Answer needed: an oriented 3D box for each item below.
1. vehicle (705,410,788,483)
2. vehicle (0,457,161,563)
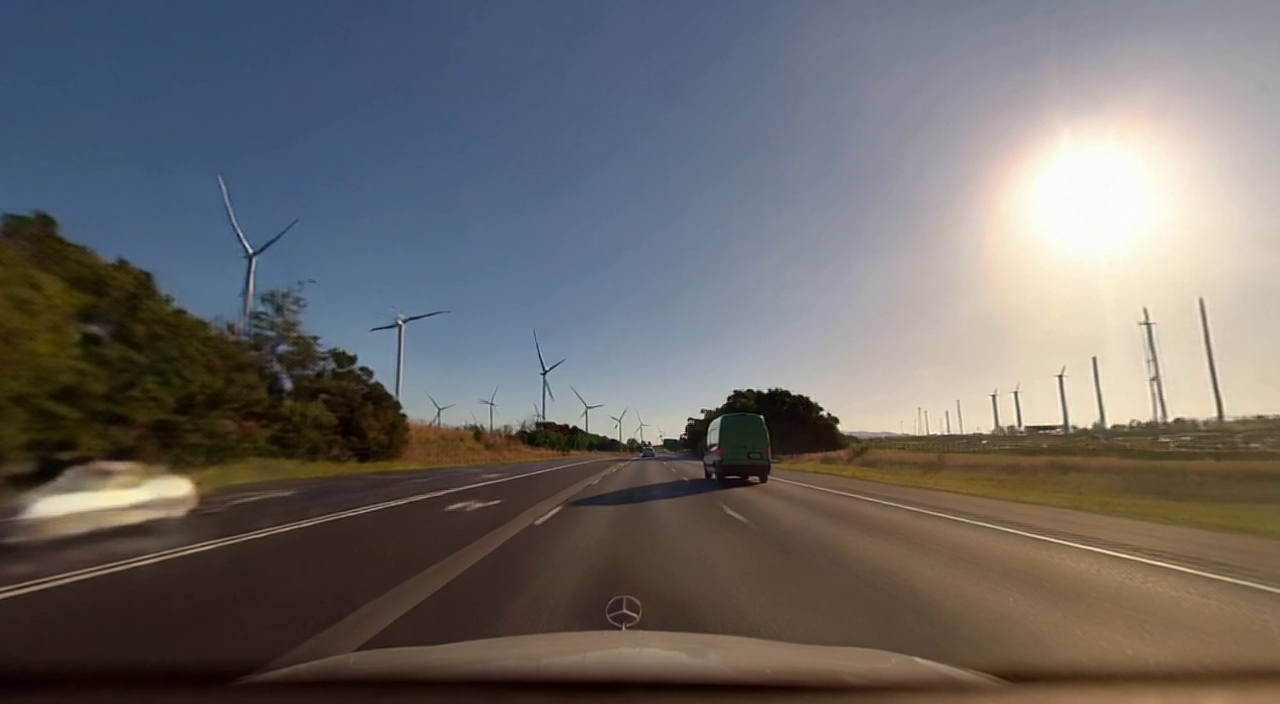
[{"bbox_3d":[4.342,4.013,26.777,2.437,2.735,5.507,0,-9,-1],"label":"vehicle"},{"bbox_3d":[-10.109,2.440,10.012,1.914,1.446,3.942,0,-9,-1],"label":"vehicle"}]
